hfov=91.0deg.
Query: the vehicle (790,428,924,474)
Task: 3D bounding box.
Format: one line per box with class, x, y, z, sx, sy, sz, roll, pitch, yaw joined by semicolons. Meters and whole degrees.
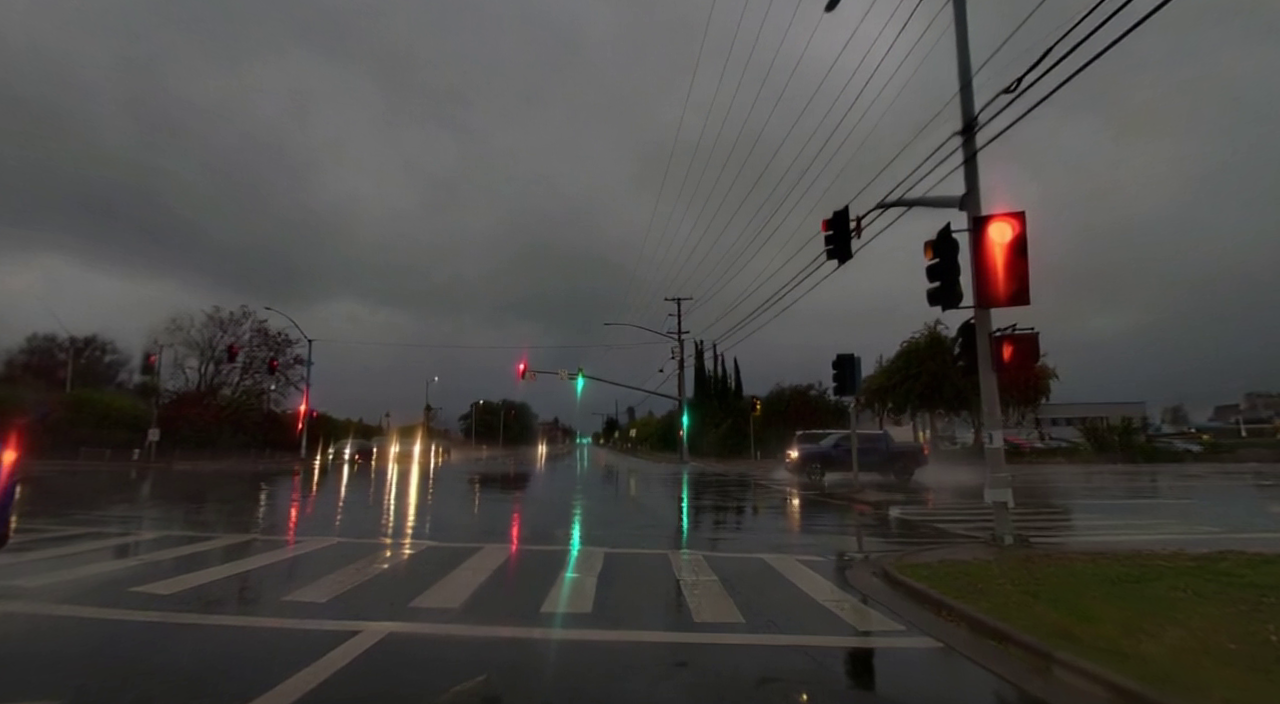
vehicle;8.698;4.029;25.719;4.884;1.714;2.021;-2;-9;12
